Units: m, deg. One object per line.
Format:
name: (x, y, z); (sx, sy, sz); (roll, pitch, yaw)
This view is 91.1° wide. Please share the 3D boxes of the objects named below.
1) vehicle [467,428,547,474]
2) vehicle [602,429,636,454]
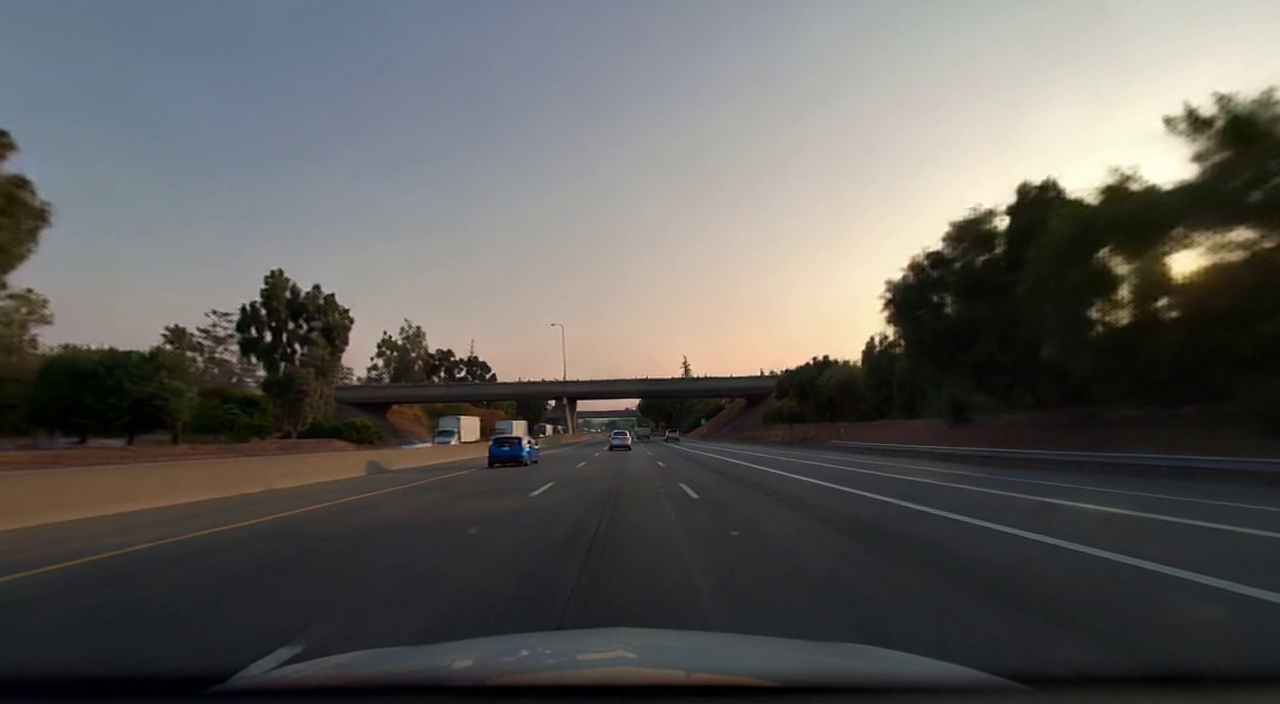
vehicle: (-4.784, 3.617, 23.296); (2.017, 1.537, 4.496); (0, -8, 0)
vehicle: (-1.360, 5.981, 42.096); (2.116, 1.625, 4.004); (0, -8, 0)
